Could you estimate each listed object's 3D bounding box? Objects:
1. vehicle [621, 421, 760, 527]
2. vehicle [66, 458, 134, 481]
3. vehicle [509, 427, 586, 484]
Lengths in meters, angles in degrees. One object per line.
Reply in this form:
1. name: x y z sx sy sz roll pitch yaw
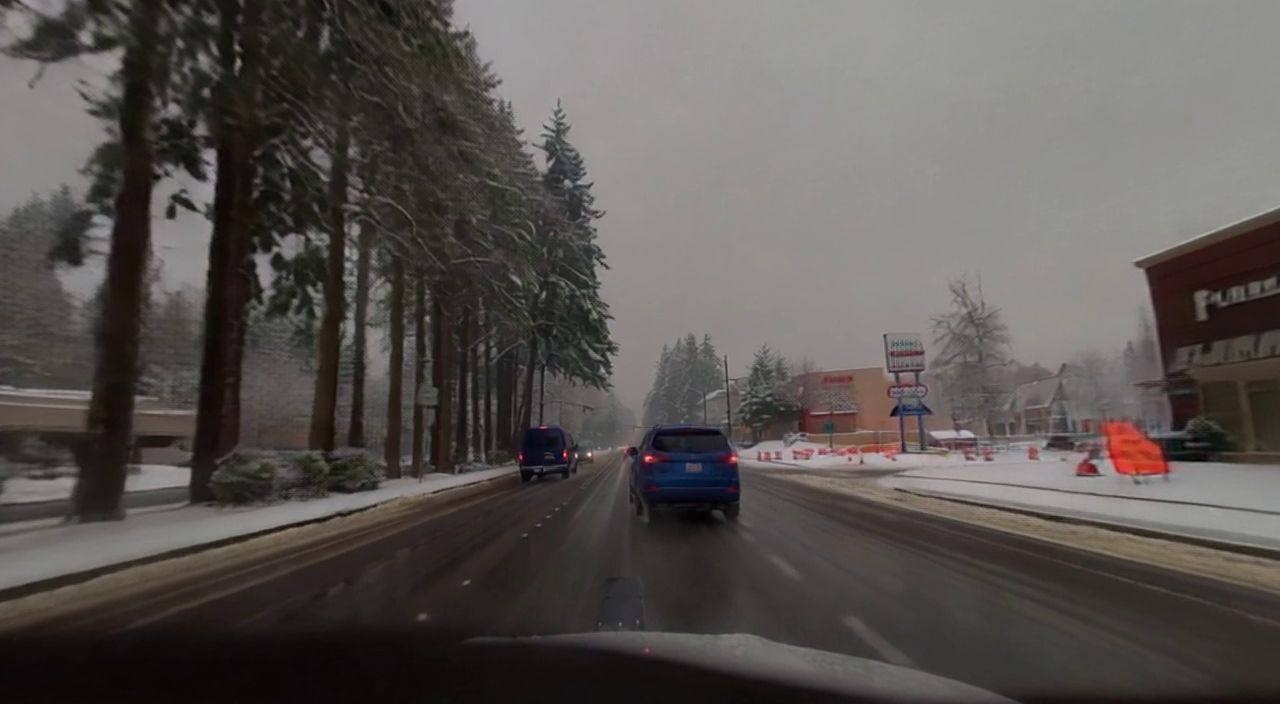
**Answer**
1. vehicle: 0.769 2.327 12.572 2.168 1.725 4.192 0 -9 -4
2. vehicle: -38.343 8.329 45.004 1.821 1.463 4.434 2 -9 -15
3. vehicle: -3.588 4.186 25.780 2.357 2.063 5.488 0 -8 0
